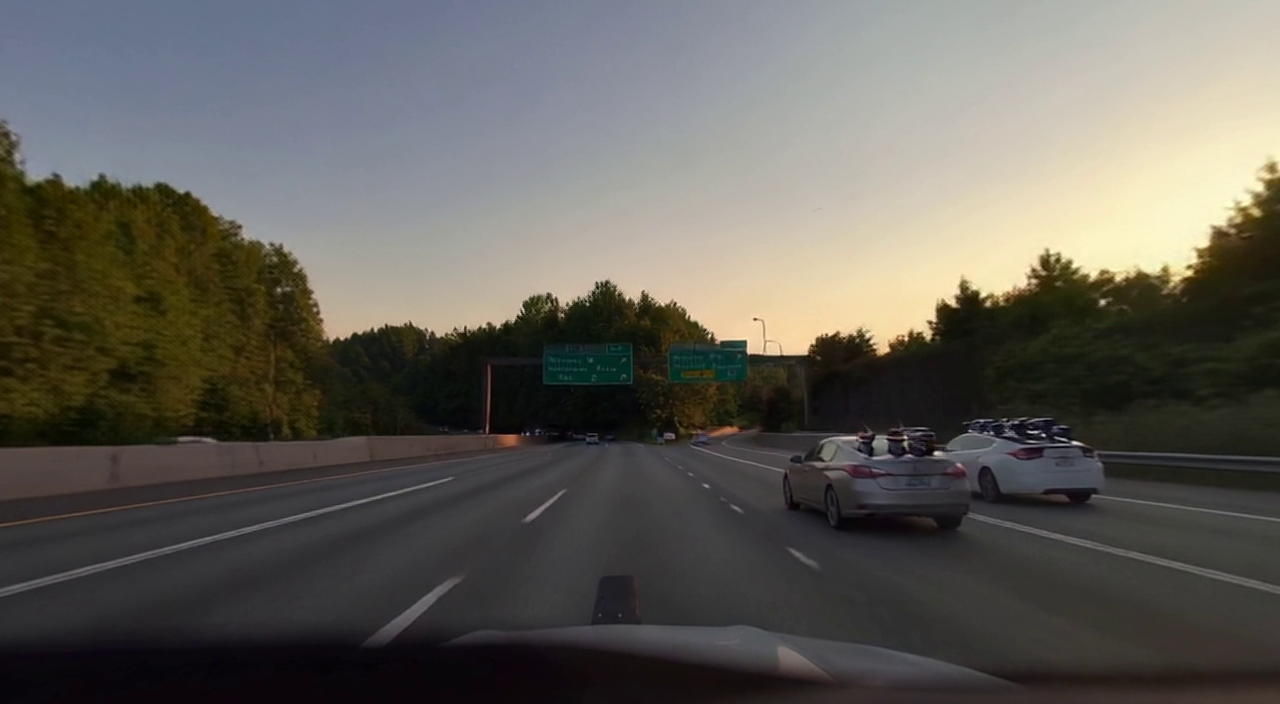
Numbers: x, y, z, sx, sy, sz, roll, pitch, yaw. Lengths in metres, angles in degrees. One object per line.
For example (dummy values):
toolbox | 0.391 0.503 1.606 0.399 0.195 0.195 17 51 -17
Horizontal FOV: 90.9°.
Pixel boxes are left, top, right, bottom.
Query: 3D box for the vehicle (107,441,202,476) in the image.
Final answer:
vehicle | -21.027 4.587 27.437 1.513 1.354 3.310 0 -7 -1

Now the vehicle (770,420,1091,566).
vehicle | 3.395 1.716 8.645 2.094 1.441 4.568 0 -8 -2
